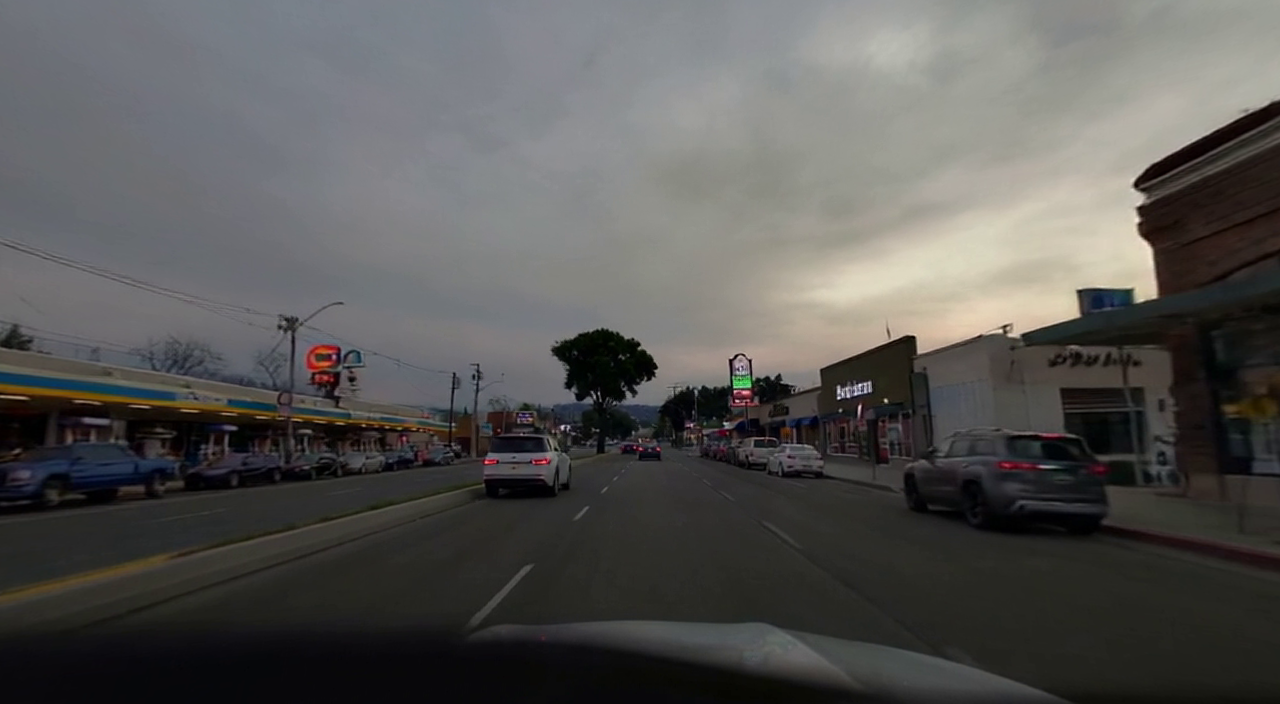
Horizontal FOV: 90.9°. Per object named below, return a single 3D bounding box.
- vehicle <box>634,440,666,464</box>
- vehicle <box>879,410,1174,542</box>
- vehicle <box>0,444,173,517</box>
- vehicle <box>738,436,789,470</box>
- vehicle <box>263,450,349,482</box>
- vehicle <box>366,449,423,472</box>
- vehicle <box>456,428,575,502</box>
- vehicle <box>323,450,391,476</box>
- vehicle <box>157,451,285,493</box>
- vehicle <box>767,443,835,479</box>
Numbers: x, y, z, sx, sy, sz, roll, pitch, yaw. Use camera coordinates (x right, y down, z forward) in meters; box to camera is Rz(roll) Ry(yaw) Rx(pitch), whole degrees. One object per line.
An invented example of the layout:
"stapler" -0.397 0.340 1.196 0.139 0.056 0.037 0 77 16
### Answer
"vehicle" 0.641 6.613 41.748 2.037 1.484 4.073 0 -9 0
"vehicle" 6.431 2.130 11.491 2.098 1.845 5.117 0 -9 0
"vehicle" -17.078 3.756 19.018 2.293 1.736 4.871 -2 -6 0
"vehicle" 7.111 5.869 36.848 2.005 1.858 5.253 0 -9 0
"vehicle" -17.007 5.809 32.362 1.788 1.475 4.737 0 -9 1
"vehicle" -16.656 7.354 43.033 2.046 1.458 4.539 0 -9 0
"vehicle" -3.040 2.887 16.487 2.049 1.646 4.445 -1 -9 2
"vehicle" -16.863 6.612 37.815 1.800 1.470 4.548 -1 -9 2
"vehicle" -16.989 4.845 25.933 1.984 1.494 4.815 0 -9 0
"vehicle" 7.048 4.801 28.032 1.871 1.478 4.272 0 -9 0
